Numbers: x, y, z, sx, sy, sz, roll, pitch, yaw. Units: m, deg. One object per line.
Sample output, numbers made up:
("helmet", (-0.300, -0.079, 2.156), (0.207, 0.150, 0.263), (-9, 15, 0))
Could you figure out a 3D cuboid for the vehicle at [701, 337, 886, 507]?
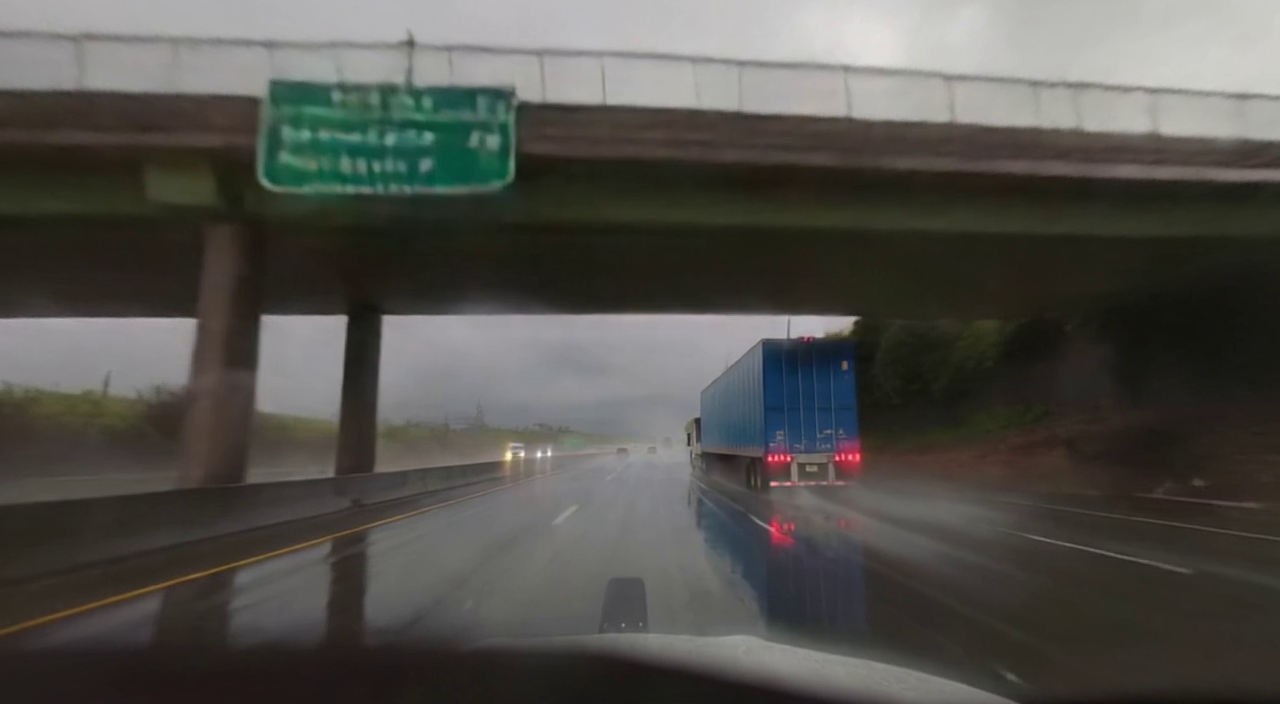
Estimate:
("vehicle", (4.309, 2.724, 22.112), (2.825, 4.054, 14.210), (0, -9, 0))
